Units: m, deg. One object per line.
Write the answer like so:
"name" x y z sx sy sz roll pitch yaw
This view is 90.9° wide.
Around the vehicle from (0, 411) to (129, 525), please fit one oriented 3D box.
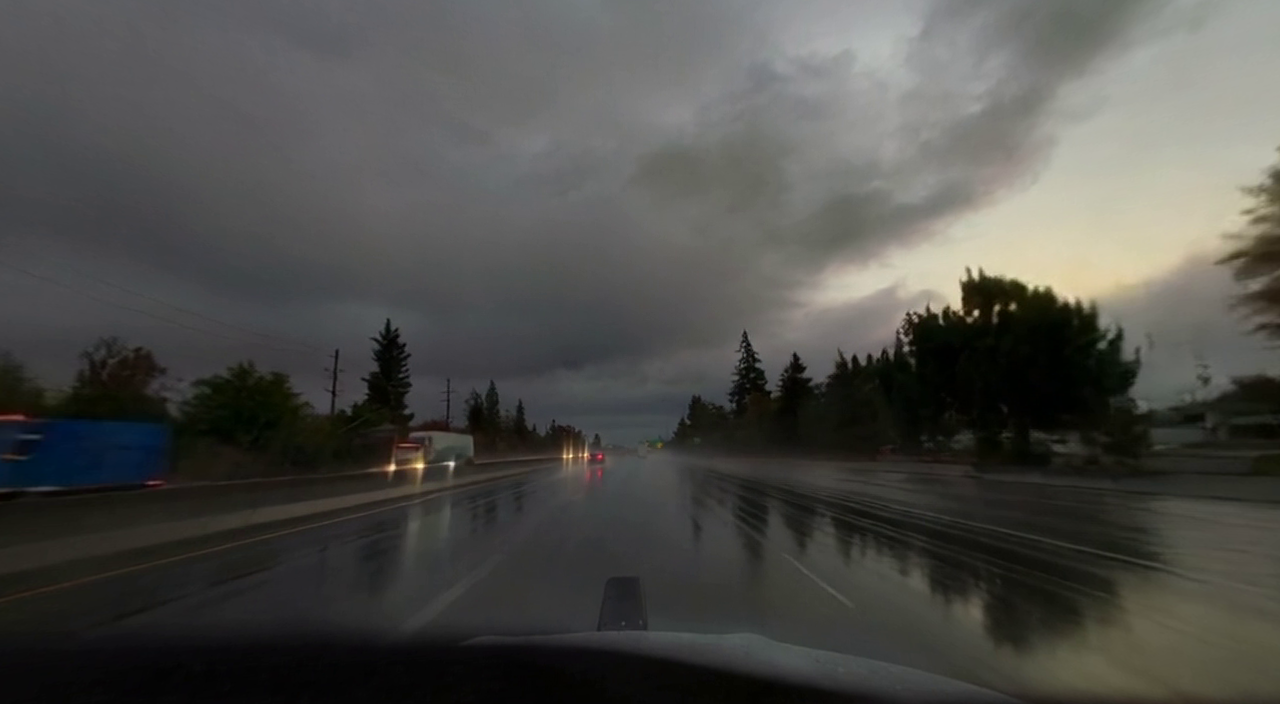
"vehicle" -16.145 2.762 15.040 2.400 2.633 6.390 0 -9 0
